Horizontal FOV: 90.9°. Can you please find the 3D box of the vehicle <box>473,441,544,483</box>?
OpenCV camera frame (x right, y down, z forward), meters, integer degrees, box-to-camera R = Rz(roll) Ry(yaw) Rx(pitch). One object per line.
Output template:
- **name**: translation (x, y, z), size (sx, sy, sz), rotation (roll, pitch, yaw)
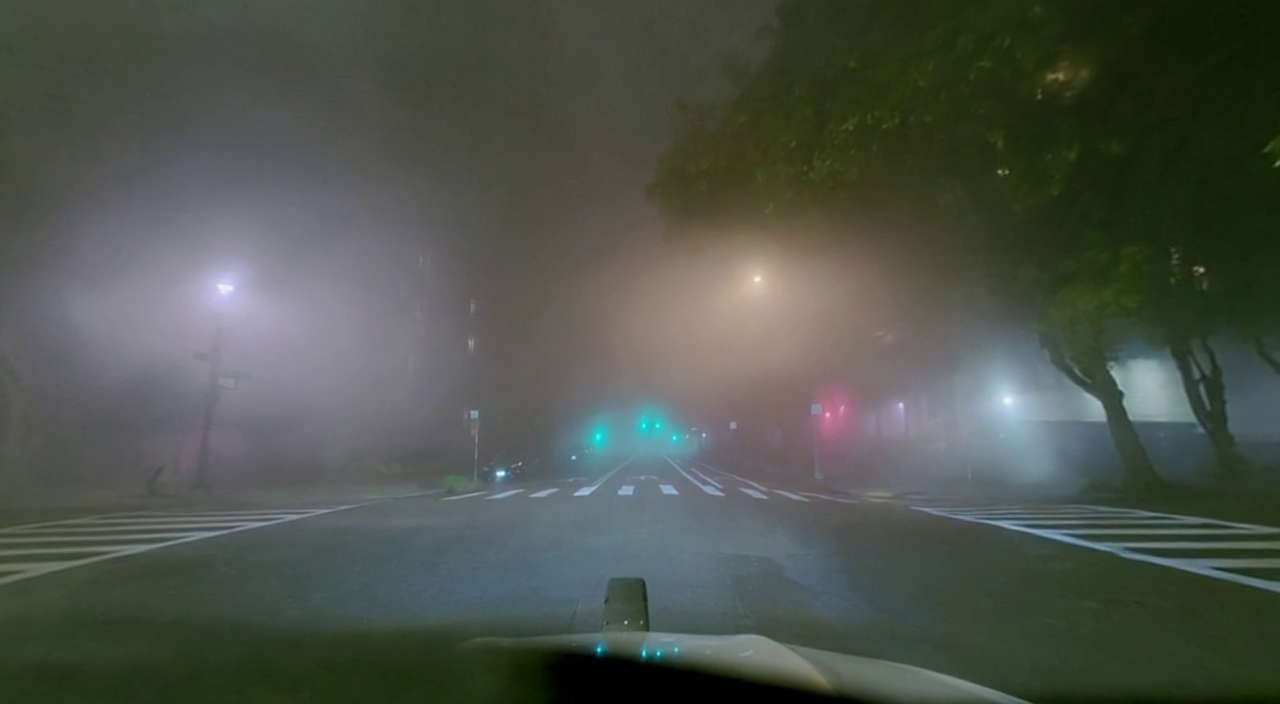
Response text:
- **vehicle**: translation (-5.741, 4.847, 28.142), size (2.223, 1.658, 4.621), rotation (-1, -8, 0)
